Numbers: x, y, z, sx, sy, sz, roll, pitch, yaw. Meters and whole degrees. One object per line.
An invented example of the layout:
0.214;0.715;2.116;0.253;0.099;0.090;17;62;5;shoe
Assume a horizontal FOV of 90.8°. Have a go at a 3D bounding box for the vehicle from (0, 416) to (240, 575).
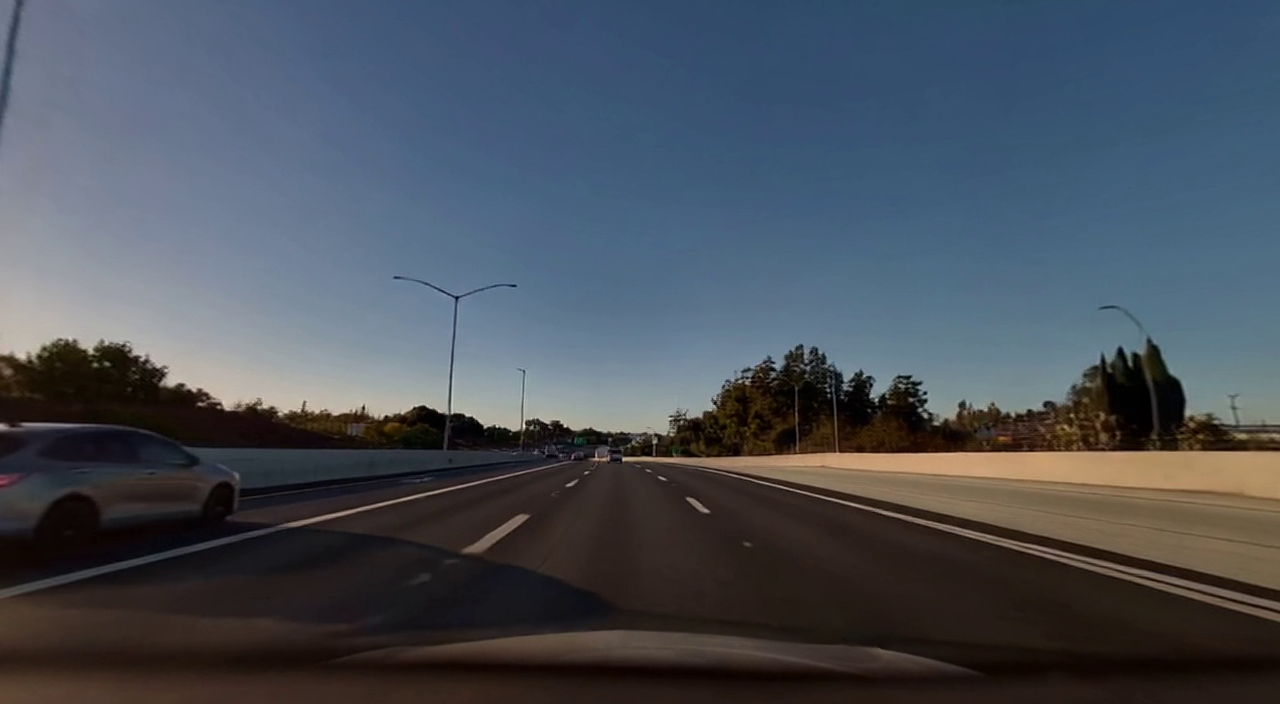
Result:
-7.549;1.752;8.287;1.924;1.601;4.115;0;-9;-1;vehicle
